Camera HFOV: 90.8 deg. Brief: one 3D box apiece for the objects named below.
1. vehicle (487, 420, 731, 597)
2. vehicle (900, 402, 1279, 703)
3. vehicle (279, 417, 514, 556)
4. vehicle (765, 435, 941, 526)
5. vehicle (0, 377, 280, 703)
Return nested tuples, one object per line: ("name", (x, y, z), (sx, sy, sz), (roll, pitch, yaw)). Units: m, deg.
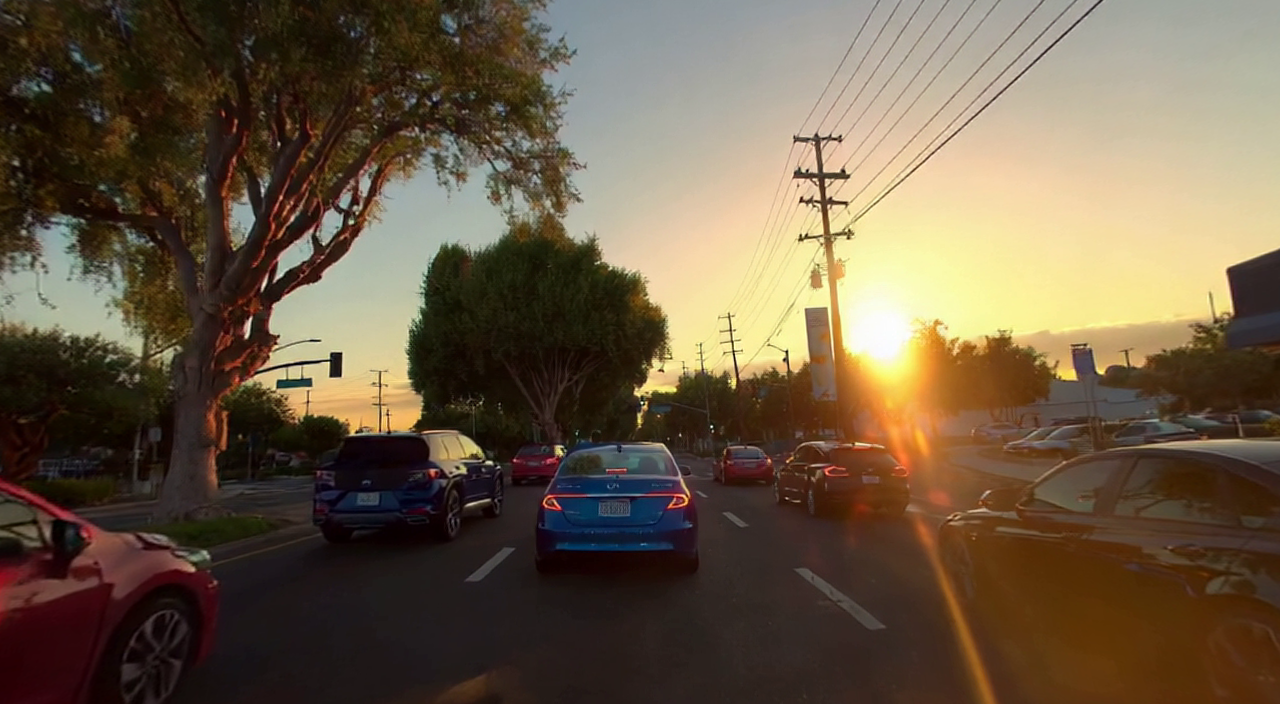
("vehicle", (-0.313, 1.637, 7.422), (2.097, 1.511, 3.809), (0, -9, -2))
("vehicle", (3.666, 1.190, 4.189), (1.929, 1.479, 4.723), (0, -9, 1))
("vehicle", (-3.414, 1.972, 9.942), (1.979, 1.697, 4.254), (0, -9, 0))
("vehicle", (3.934, 2.446, 12.594), (1.909, 1.473, 4.361), (0, -9, -1))
("vehicle", (-2.865, 0.693, 0.954), (1.984, 1.496, 4.530), (0, -9, 0))
